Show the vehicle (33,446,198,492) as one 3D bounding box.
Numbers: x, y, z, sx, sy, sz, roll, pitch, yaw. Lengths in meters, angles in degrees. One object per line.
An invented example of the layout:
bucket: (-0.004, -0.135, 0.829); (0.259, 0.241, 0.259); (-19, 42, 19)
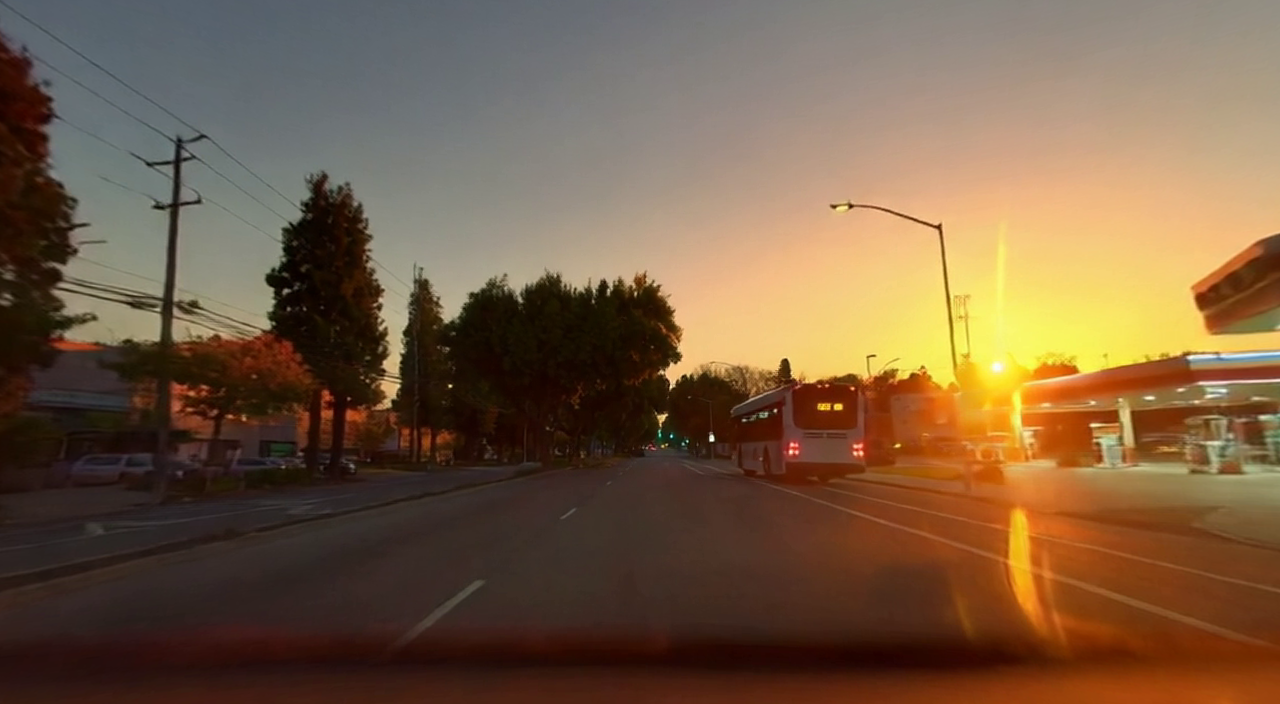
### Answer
vehicle: (-24.383, 5.397, 29.611); (2.284, 1.855, 5.392); (-4, -9, 25)

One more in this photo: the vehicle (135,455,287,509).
vehicle: (-13.529, 4.082, 20.250); (1.779, 1.476, 4.260); (0, -8, 2)

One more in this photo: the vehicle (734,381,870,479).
vehicle: (8.638, 4.641, 36.408); (4.582, 4.678, 12.589); (0, -8, 0)
